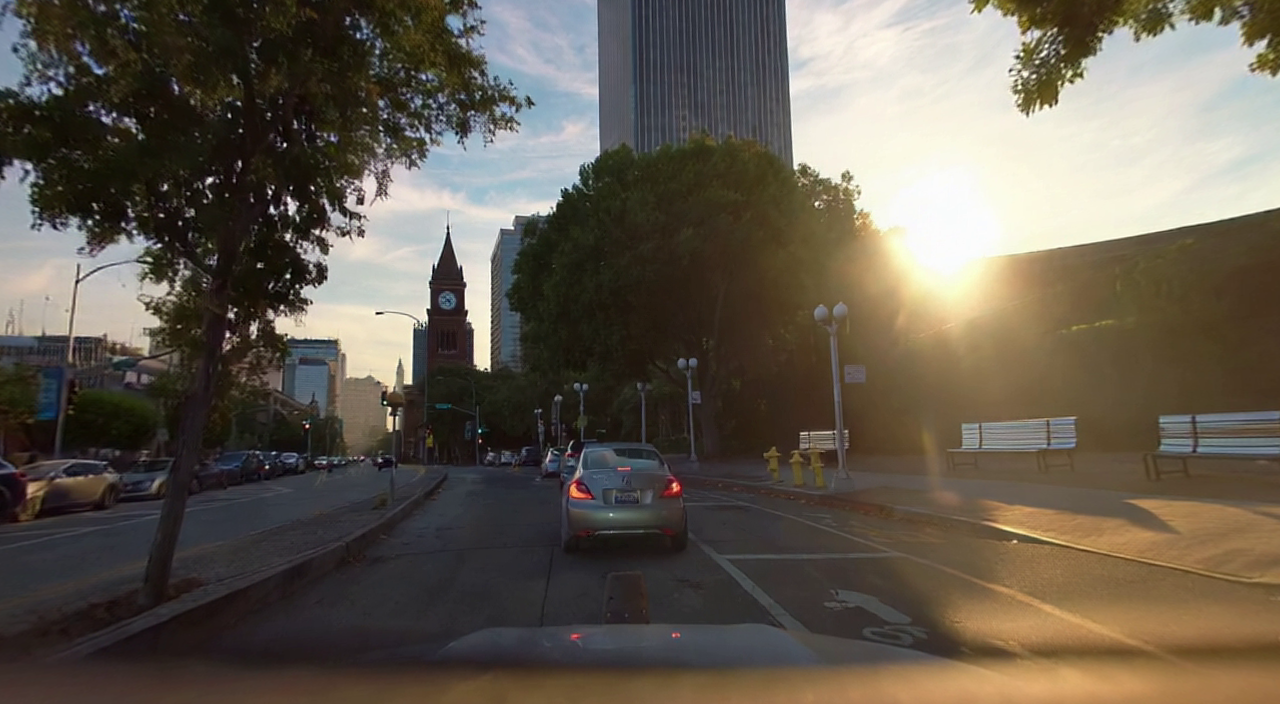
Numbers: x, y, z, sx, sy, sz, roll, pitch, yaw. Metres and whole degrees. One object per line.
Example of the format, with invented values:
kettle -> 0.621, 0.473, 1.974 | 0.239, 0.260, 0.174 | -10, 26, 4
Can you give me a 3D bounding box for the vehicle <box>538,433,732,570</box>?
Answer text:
vehicle -> -0.234, 1.943, 9.024 | 2.142, 1.475, 4.051 | 1, -8, -5
